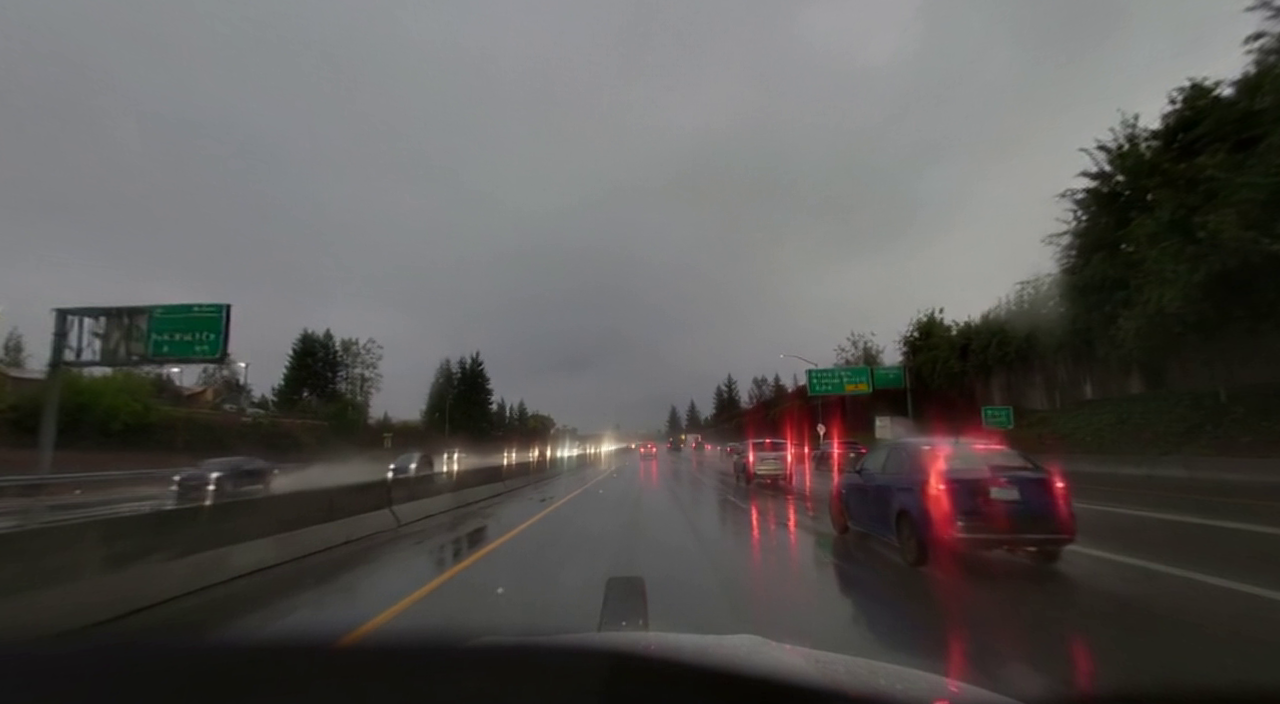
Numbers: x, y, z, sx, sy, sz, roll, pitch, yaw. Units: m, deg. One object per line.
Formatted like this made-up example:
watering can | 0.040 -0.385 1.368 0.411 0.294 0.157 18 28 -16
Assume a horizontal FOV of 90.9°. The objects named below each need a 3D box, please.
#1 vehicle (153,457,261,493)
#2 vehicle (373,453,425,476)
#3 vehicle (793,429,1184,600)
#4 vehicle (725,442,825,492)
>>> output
vehicle | -20.380 5.794 29.941 1.849 1.463 4.477 0 -8 2
vehicle | -16.617 7.746 43.704 1.839 1.442 4.392 0 -8 0
vehicle | 3.619 1.768 7.901 2.198 1.467 4.675 0 -8 -1
vehicle | 4.342 3.792 21.303 2.223 1.483 5.075 0 -8 -1
